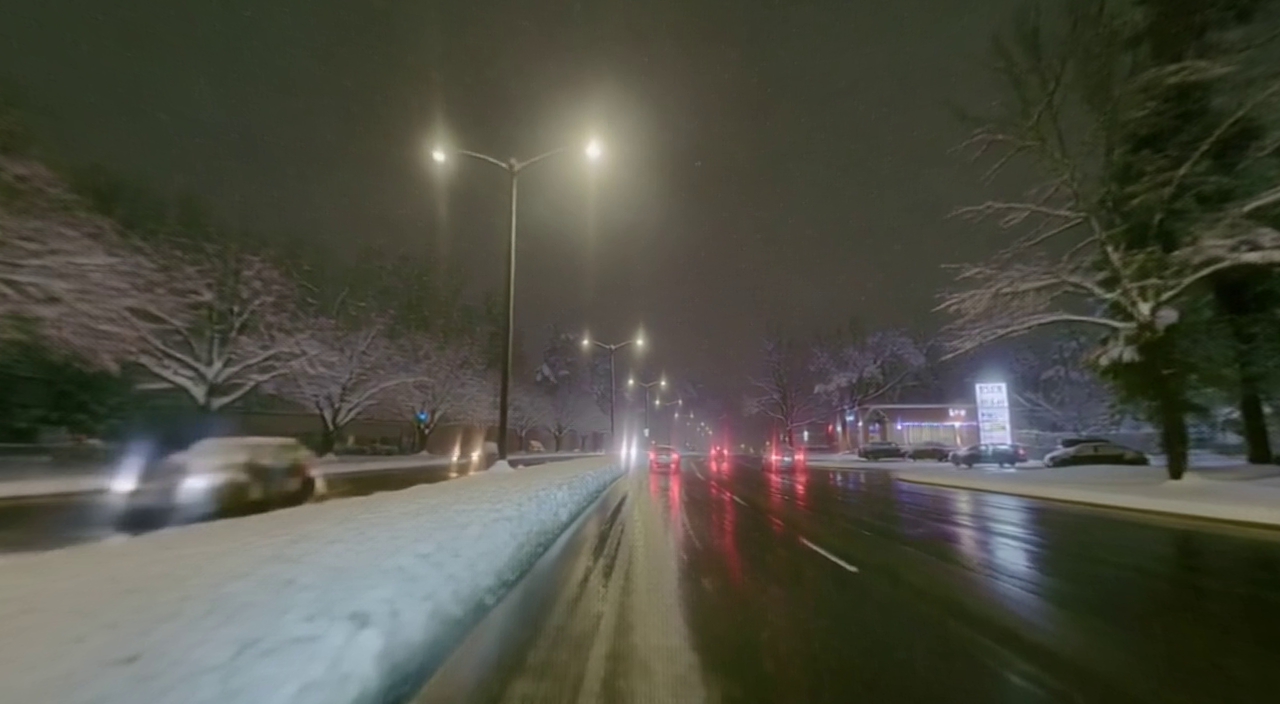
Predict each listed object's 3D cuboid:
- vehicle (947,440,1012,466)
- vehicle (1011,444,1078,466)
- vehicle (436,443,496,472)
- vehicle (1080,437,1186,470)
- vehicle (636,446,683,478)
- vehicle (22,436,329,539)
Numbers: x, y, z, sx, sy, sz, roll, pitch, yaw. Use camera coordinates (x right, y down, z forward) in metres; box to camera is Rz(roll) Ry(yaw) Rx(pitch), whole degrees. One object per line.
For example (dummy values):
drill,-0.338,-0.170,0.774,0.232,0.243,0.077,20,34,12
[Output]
vehicle,23.226,6.932,43.363,1.864,1.655,4.179,0,-9,-4
vehicle,28.206,7.173,44.198,1.844,1.481,3.904,0,-9,-4
vehicle,-10.384,6.307,38.068,1.987,1.626,4.654,-1,-9,4
vehicle,24.194,5.048,31.239,1.780,1.463,4.112,-1,-10,-2
vehicle,0.981,5.304,30.752,2.095,1.456,3.873,-1,-9,3
vehicle,-8.053,2.363,11.749,2.063,1.483,4.751,-1,-9,1
